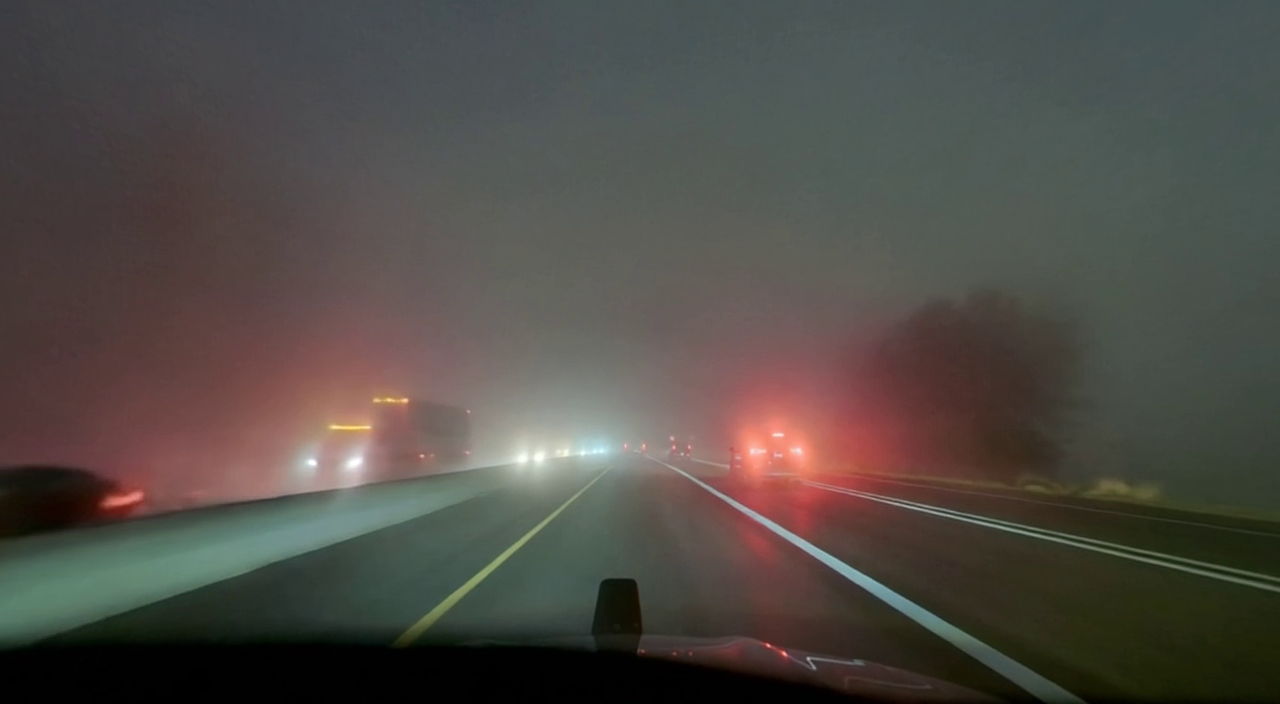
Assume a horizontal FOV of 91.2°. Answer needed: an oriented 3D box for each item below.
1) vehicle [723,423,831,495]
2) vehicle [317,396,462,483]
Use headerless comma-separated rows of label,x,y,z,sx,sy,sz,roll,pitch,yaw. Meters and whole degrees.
vehicle,4.058,3.298,19.605,2.177,1.914,5.245,0,-9,0
vehicle,-13.838,5.236,36.721,2.965,4.111,13.756,0,-9,-1
